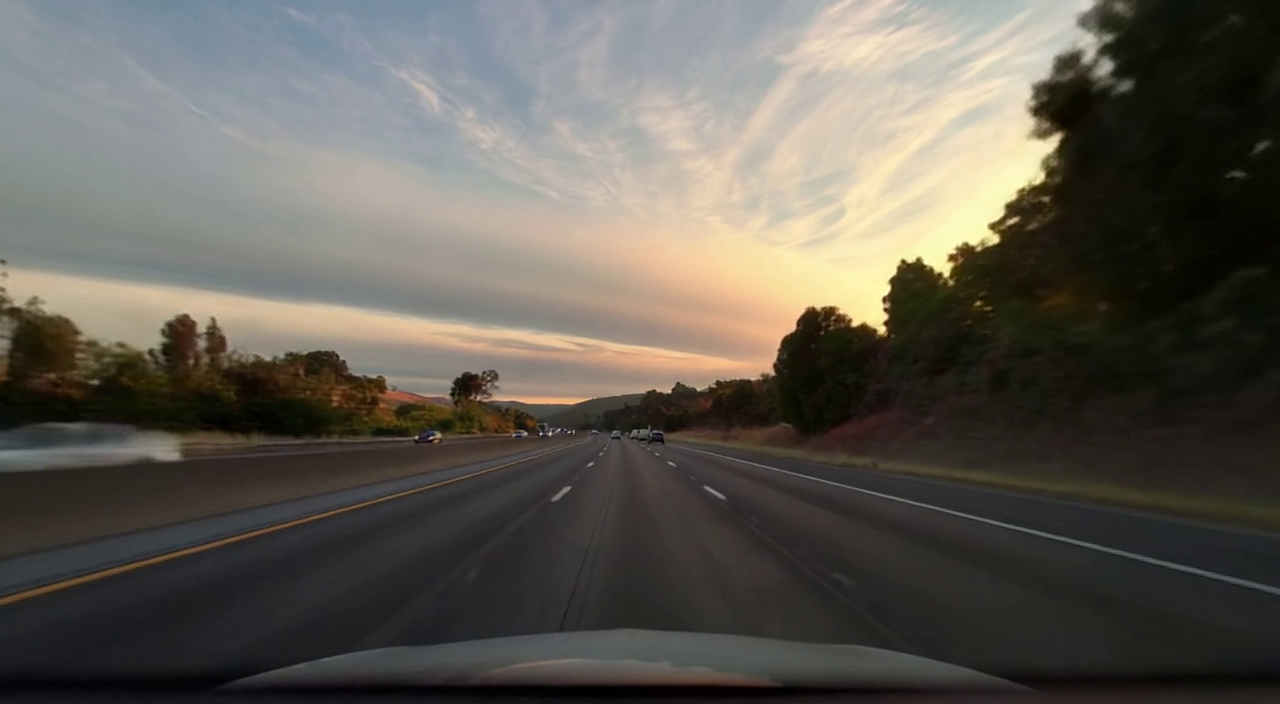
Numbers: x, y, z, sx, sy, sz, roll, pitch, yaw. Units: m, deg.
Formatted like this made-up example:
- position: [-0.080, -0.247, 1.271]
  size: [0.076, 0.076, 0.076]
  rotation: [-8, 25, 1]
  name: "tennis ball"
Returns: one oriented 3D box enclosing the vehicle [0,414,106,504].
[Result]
- position: [-11.483, 1.767, 10.401]
  size: [1.814, 1.477, 4.133]
  rotation: [1, -8, -2]
  name: "vehicle"
